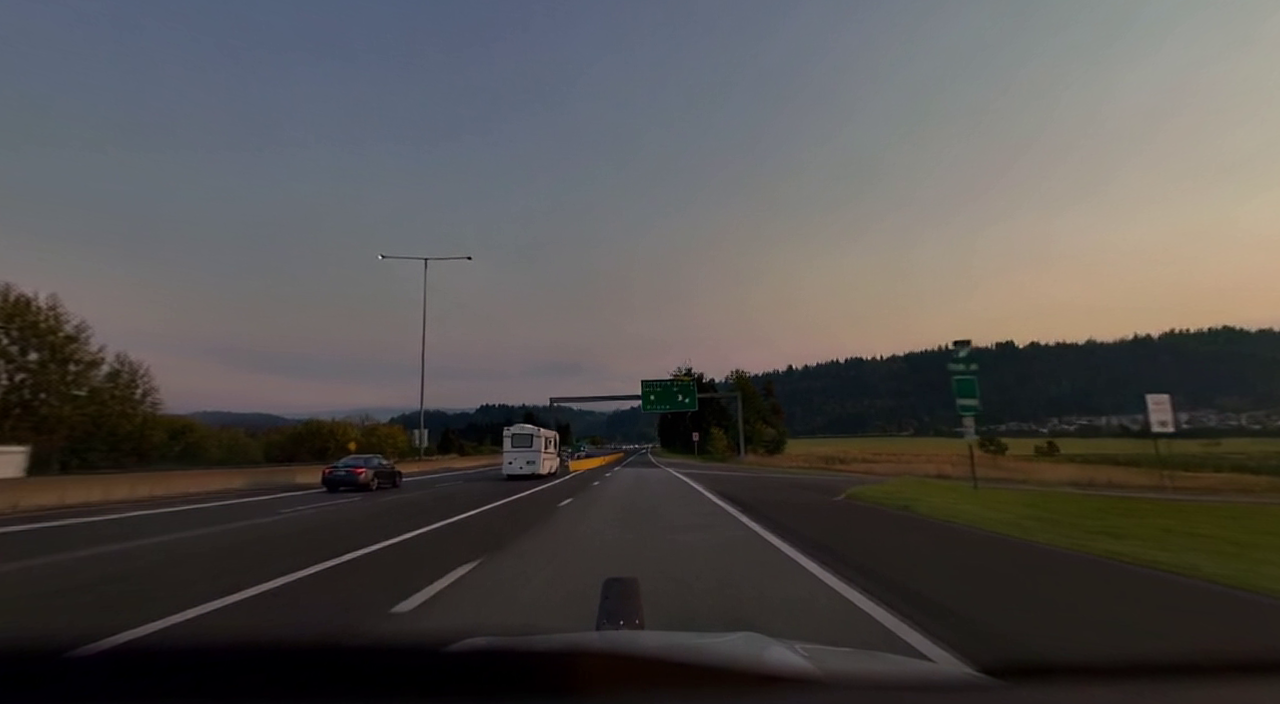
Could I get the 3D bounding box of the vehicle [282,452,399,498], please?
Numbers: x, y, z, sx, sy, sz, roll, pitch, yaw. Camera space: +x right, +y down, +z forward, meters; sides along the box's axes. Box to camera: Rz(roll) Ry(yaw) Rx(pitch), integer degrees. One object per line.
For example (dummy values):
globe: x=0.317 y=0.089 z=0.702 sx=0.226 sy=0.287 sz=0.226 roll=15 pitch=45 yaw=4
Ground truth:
vehicle: x=-10.601 y=4.366 z=22.824 sx=1.922 sy=1.448 sz=4.638 roll=0 pitch=-9 yaw=1

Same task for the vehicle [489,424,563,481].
vehicle: x=-6.406 y=5.834 z=36.826 sx=2.747 sy=2.934 sz=7.411 roll=0 pitch=-9 yaw=2
